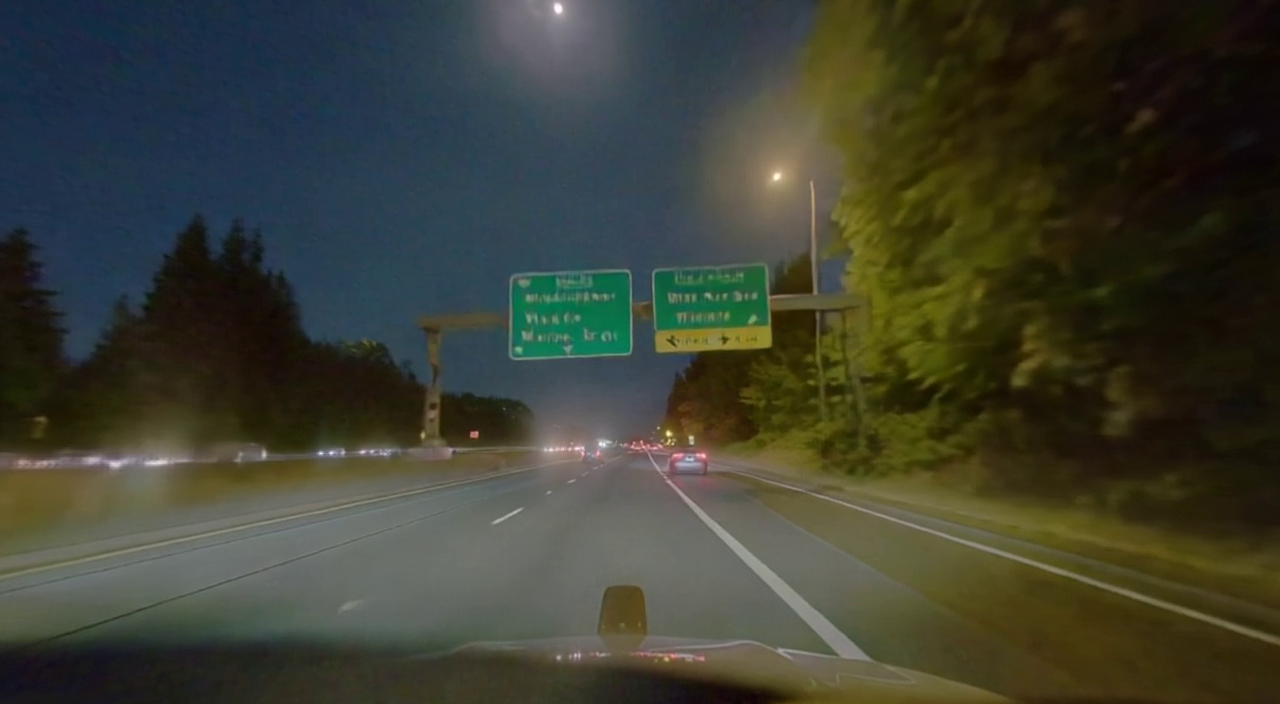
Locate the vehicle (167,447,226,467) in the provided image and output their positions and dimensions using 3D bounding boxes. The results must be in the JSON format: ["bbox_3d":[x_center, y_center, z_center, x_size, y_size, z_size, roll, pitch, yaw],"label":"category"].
[{"bbox_3d":[-34.163,8.085,48.647,1.767,1.451,3.912,0,-9,-3],"label":"vehicle"}]

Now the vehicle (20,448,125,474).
[{"bbox_3d":[-33.976,6.533,37.940,1.866,1.449,4.865,0,-9,-1],"label":"vehicle"}]

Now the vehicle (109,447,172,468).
[{"bbox_3d":[-37.243,7.867,47.098,1.819,1.503,3.711,1,-9,-4],"label":"vehicle"}]

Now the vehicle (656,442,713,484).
[{"bbox_3d":[1.634,4.257,24.413,1.960,1.456,3.818,0,-9,0],"label":"vehicle"}]
